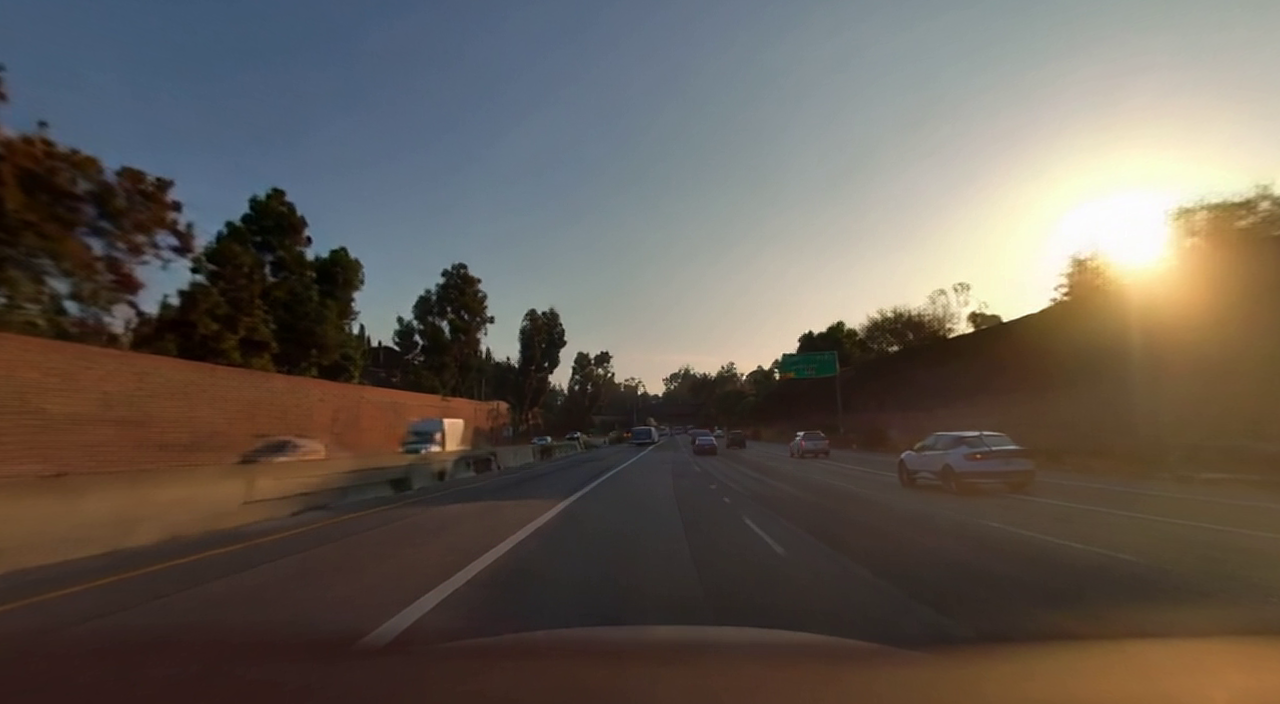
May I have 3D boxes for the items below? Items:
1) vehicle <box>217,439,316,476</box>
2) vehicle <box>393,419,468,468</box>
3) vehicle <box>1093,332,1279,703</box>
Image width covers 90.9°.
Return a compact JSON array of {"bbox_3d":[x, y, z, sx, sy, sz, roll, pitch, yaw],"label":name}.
[{"bbox_3d":[-17.802,5.037,30.366,1.984,1.635,4.627,0,-8,-1],"label":"vehicle"},{"bbox_3d":[-12.655,5.634,38.648,2.503,2.743,5.712,0,-8,1],"label":"vehicle"},{"bbox_3d":[3.829,0.617,1.405,2.190,1.783,4.637,0,-8,1],"label":"vehicle"}]
